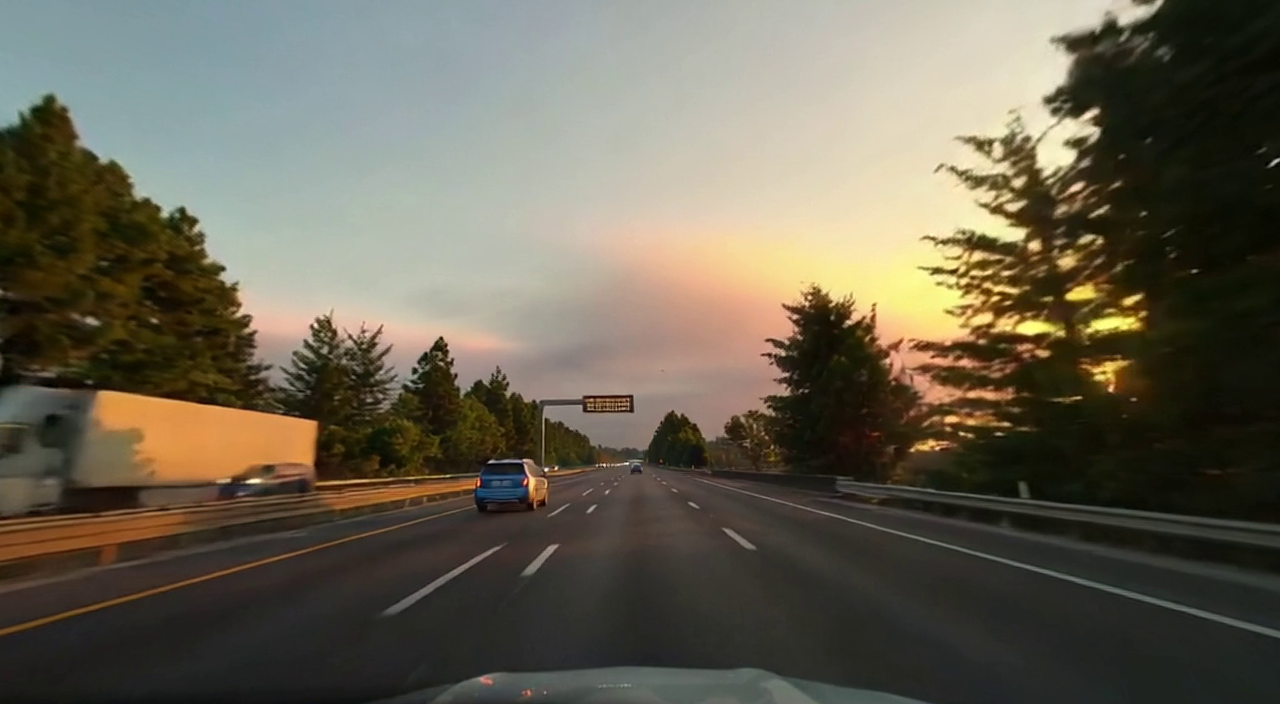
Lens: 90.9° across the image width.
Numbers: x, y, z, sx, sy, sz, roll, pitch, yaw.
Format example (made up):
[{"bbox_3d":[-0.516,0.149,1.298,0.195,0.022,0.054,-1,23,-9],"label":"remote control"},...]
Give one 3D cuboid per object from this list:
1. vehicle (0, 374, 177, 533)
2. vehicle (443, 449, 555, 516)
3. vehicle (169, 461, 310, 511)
[{"bbox_3d":[-17.580,3.044,18.676,2.973,3.982,5.879,1,-10,-1],"label":"vehicle"},{"bbox_3d":[-3.684,3.534,17.361,2.081,1.586,4.245,0,-10,0],"label":"vehicle"},{"bbox_3d":[-13.500,4.532,21.651,1.863,1.508,4.498,1,-10,0],"label":"vehicle"}]
